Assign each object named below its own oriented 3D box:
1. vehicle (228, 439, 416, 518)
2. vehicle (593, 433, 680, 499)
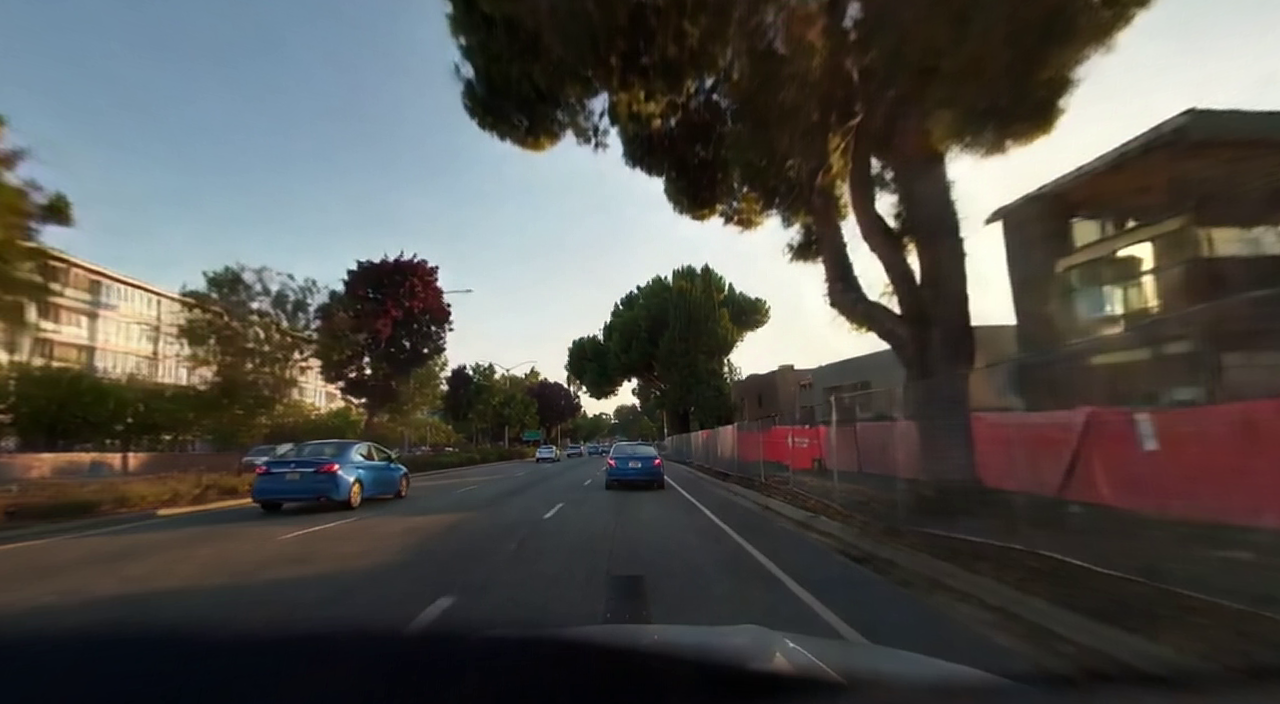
[{"bbox_3d":[-6.788,2.717,14.114,1.877,1.479,4.430,0,-9,0],"label":"vehicle"},{"bbox_3d":[-0.154,3.233,18.278,2.227,1.654,4.091,0,-9,-2],"label":"vehicle"}]
